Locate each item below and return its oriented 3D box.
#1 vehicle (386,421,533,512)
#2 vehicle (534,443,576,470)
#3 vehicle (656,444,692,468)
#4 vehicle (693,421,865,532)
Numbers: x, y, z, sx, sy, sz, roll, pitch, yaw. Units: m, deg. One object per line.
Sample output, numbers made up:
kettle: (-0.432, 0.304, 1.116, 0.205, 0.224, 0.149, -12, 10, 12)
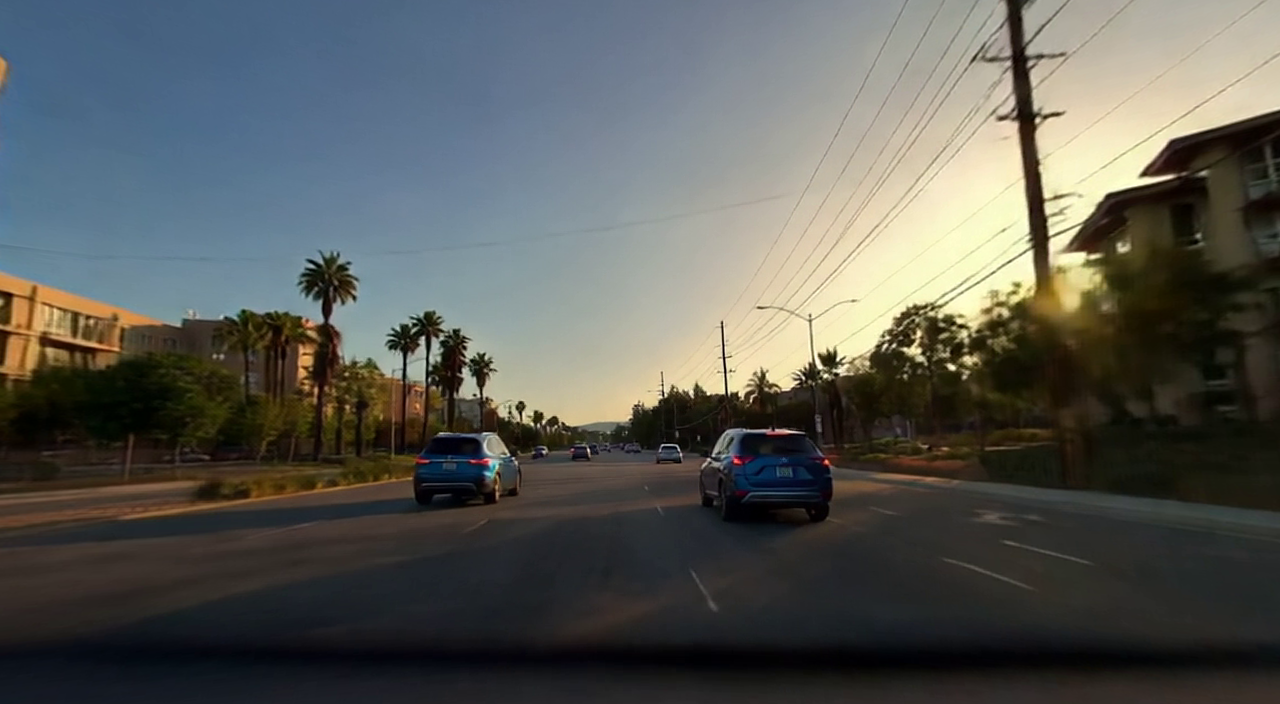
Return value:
vehicle: (-4.066, 2.684, 15.190, 2.169, 1.796, 4.821, 0, -9, -1)
vehicle: (-5.092, 6.314, 38.130, 2.040, 1.482, 4.121, 0, -9, -1)
vehicle: (2.160, 6.730, 40.786, 1.981, 1.472, 3.923, 0, -9, -2)
vehicle: (2.368, 2.275, 12.047, 2.198, 1.706, 4.166, 0, -9, -2)
